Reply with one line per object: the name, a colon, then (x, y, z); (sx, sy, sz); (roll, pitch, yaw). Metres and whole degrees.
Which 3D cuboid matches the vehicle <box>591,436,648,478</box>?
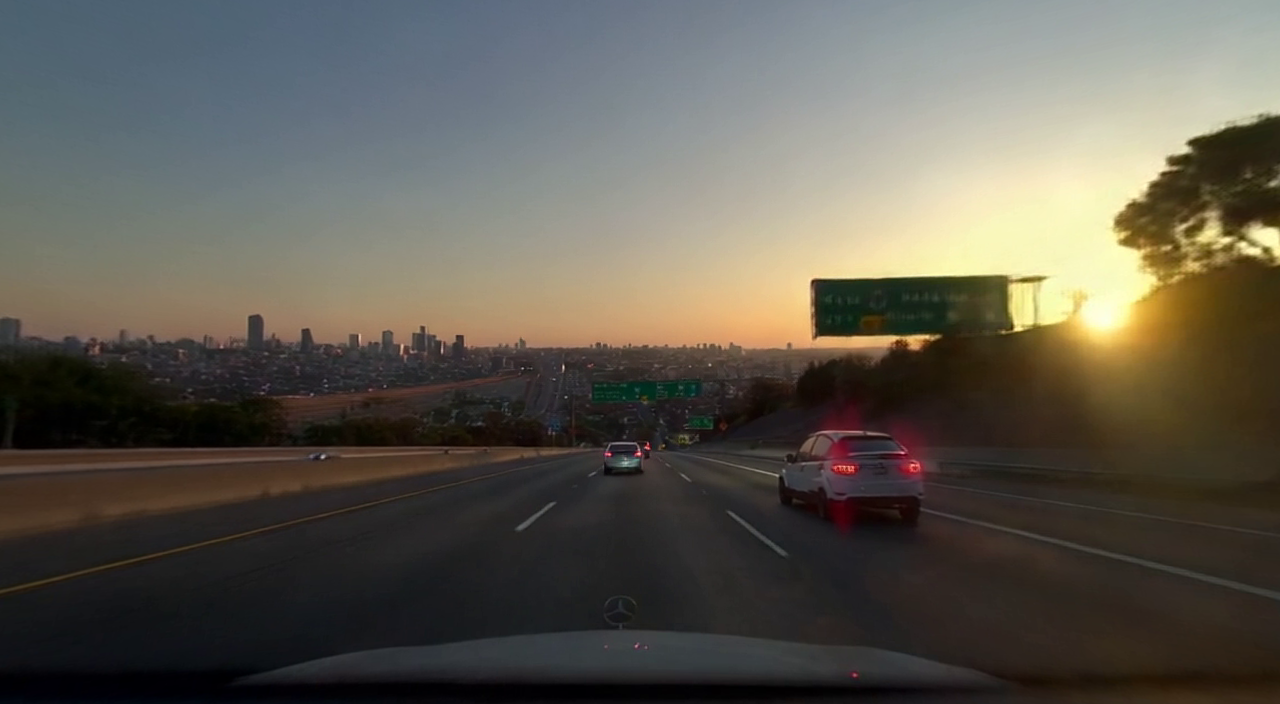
vehicle: (-0.753, 4.231, 25.613); (2.147, 1.576, 3.964); (0, -8, 0)
